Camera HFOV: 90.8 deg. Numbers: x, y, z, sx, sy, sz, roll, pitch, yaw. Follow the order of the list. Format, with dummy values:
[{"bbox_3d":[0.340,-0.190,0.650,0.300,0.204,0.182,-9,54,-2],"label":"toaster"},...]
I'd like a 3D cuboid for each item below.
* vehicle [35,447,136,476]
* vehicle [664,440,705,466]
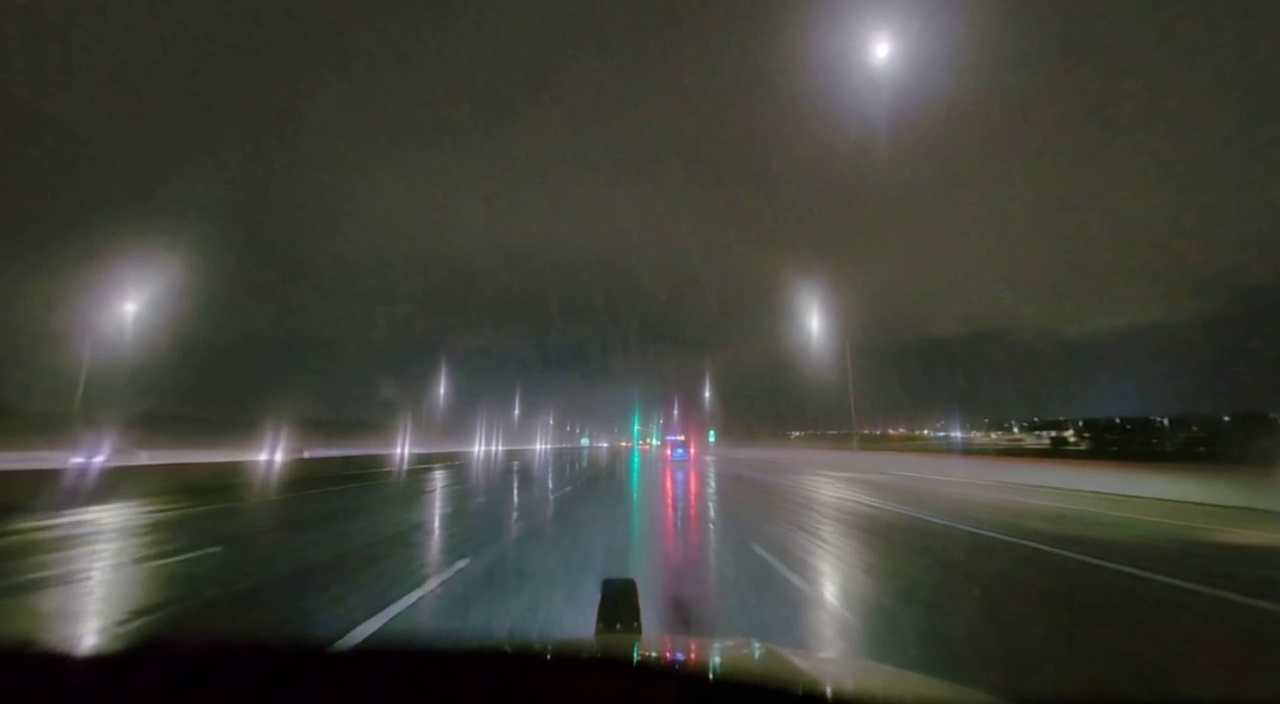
[{"bbox_3d":[-36.442,7.199,41.740,2.102,1.749,5.000,0,-8,0],"label":"vehicle"},{"bbox_3d":[2.771,6.455,40.511,2.270,1.615,3.770,0,-8,-2],"label":"vehicle"}]
